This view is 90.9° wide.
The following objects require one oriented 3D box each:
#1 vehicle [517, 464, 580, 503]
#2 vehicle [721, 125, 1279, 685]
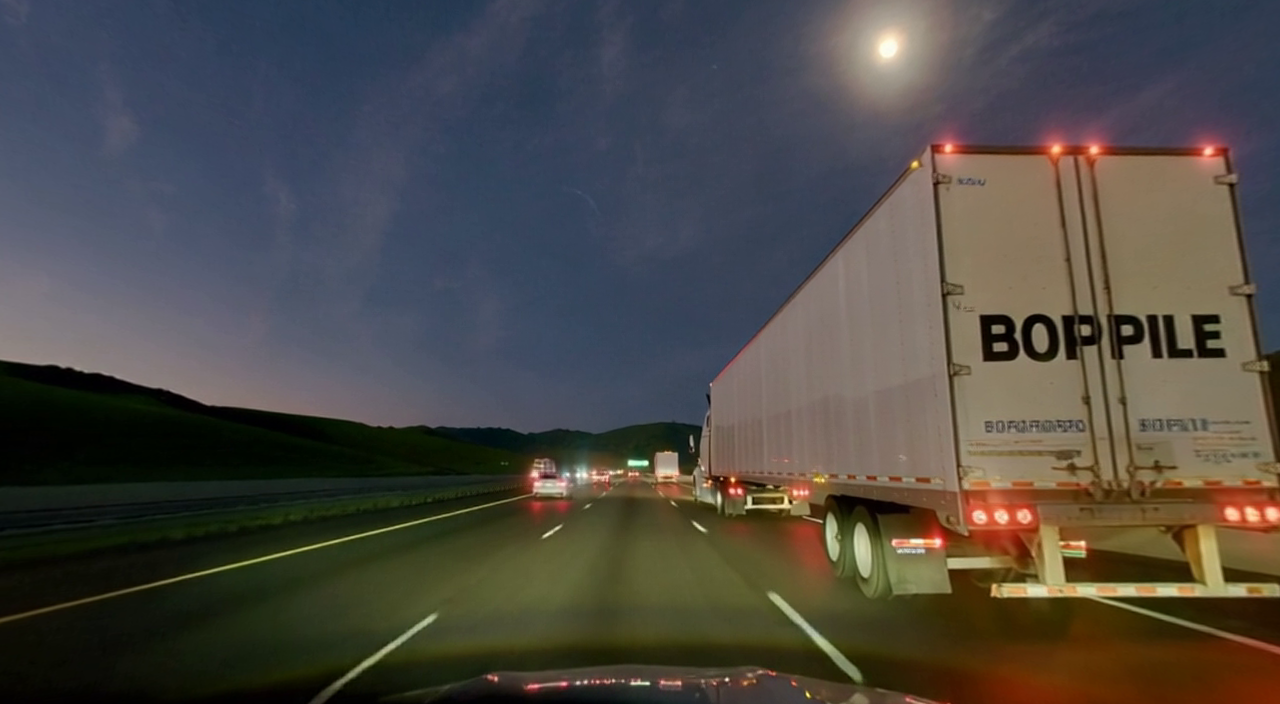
[{"bbox_3d":[-4.062,5.971,28.818,2.088,1.566,4.853,1,-11,1],"label":"vehicle"},{"bbox_3d":[3.828,1.534,11.479,2.839,4.062,14.051,1,-11,0],"label":"vehicle"}]
